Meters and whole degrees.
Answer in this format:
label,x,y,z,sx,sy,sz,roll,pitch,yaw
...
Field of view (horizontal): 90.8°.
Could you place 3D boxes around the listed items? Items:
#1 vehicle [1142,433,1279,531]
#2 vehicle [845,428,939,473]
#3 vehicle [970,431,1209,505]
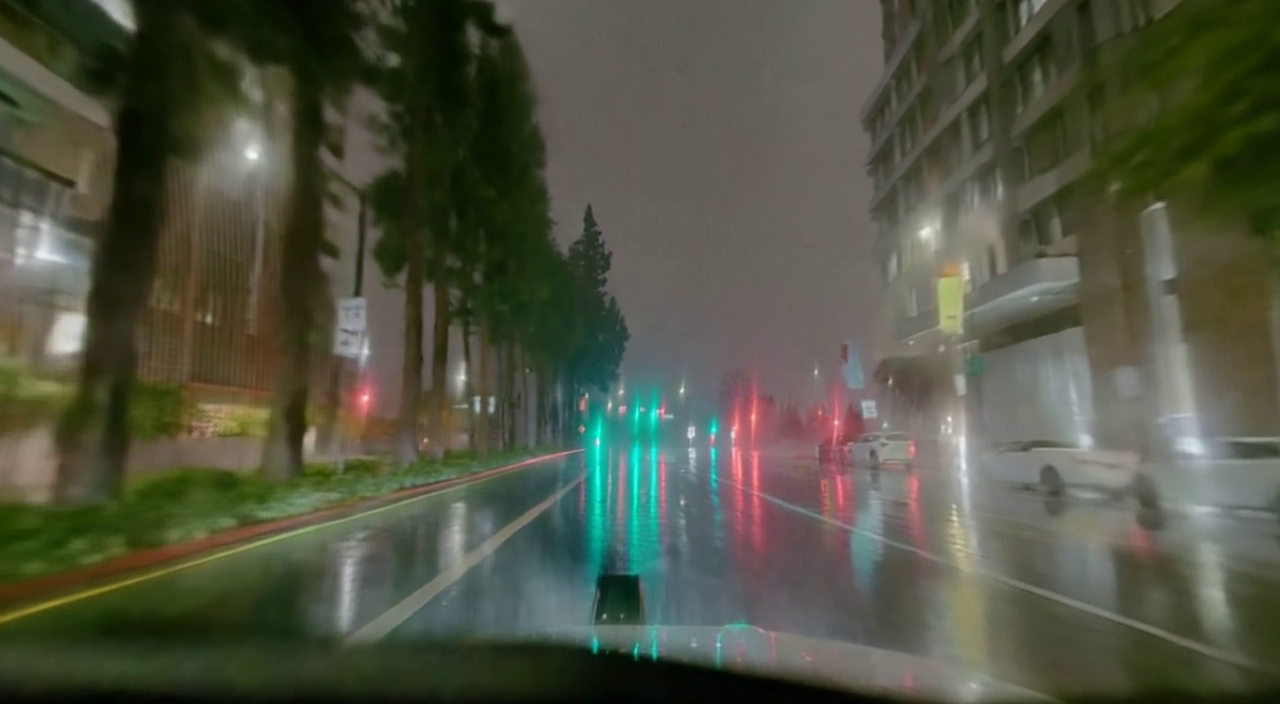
label,x,y,z,sx,sy,sz,roll,pitch,yaw
vehicle,10.802,2.036,10.000,1.927,1.489,4.532,0,-8,-1
vehicle,10.630,4.205,27.131,1.947,1.716,4.861,0,-8,-1
vehicle,10.783,2.811,15.791,1.977,1.519,4.953,1,-9,-6
